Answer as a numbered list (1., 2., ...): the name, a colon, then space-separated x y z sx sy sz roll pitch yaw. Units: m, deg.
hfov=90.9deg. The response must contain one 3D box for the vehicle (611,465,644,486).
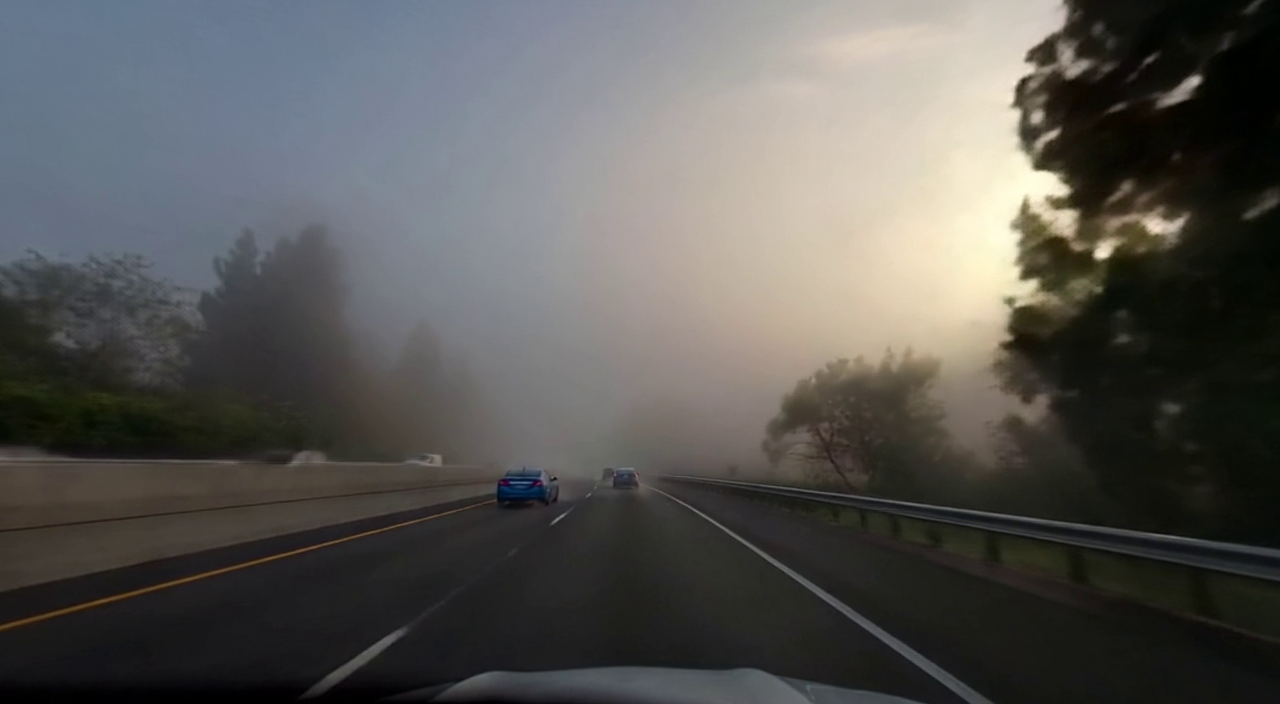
1. vehicle: -0.929 9.387 48.005 2.363 1.526 4.687 1 -11 -1

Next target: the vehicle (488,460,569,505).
1. vehicle: -4.159 4.989 24.346 2.310 1.521 4.731 1 -11 -1

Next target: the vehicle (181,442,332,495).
1. vehicle: -12.496 3.873 21.019 2.114 1.518 4.635 1 -11 0

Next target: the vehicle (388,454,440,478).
1. vehicle: -17.505 8.908 48.996 2.289 1.672 4.818 2 -10 -1
